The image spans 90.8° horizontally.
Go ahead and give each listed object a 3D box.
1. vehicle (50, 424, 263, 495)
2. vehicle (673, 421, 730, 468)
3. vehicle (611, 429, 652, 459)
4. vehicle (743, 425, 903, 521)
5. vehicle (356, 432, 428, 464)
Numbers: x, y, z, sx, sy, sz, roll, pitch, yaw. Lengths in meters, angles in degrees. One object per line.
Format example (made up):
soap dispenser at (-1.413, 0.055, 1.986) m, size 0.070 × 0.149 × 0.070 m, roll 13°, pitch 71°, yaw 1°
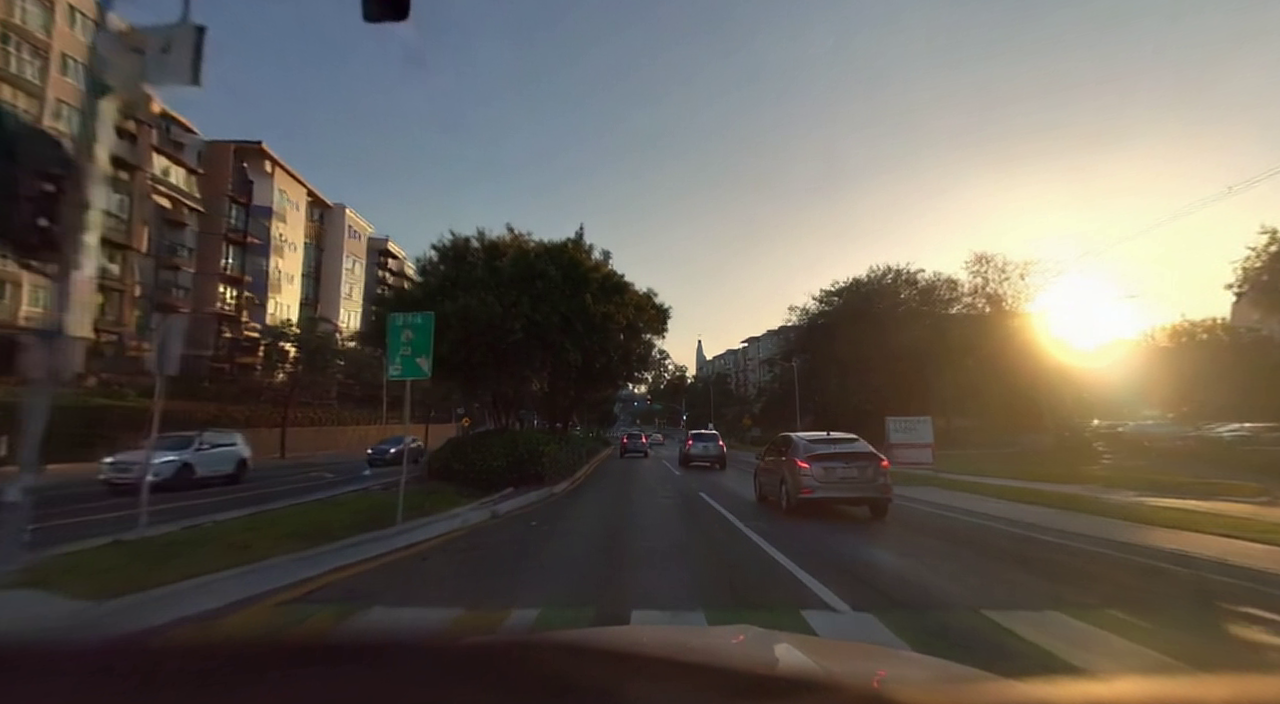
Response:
vehicle at (-12.185, 2.715, 16.440) m, size 1.969 × 1.566 × 4.549 m, roll 0°, pitch -8°, yaw -1°
vehicle at (2.633, 4.109, 28.236) m, size 2.206 × 1.858 × 5.332 m, roll 1°, pitch -8°, yaw 2°
vehicle at (-0.489, 4.969, 34.282) m, size 2.059 × 1.492 × 3.925 m, roll 0°, pitch -8°, yaw -2°
vehicle at (3.454, 2.333, 12.841) m, size 1.906 × 1.608 × 4.137 m, roll 0°, pitch -8°, yaw -1°
vehicle at (-12.788, 4.954, 32.845) m, size 1.926 × 1.446 × 4.565 m, roll -1°, pitch -8°, yaw 0°
